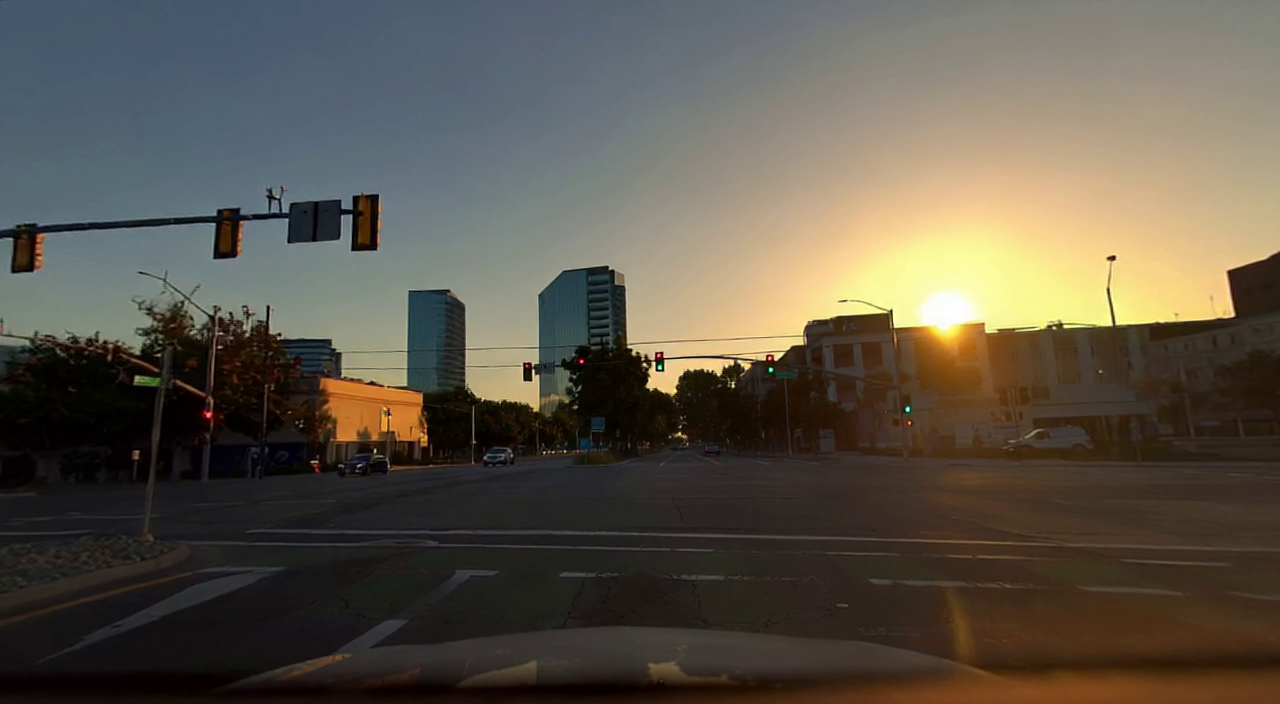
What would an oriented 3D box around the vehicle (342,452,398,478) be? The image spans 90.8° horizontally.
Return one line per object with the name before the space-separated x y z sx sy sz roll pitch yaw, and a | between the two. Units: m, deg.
vehicle | -18.830 7.854 44.255 1.933 1.664 4.255 0 -9 1
